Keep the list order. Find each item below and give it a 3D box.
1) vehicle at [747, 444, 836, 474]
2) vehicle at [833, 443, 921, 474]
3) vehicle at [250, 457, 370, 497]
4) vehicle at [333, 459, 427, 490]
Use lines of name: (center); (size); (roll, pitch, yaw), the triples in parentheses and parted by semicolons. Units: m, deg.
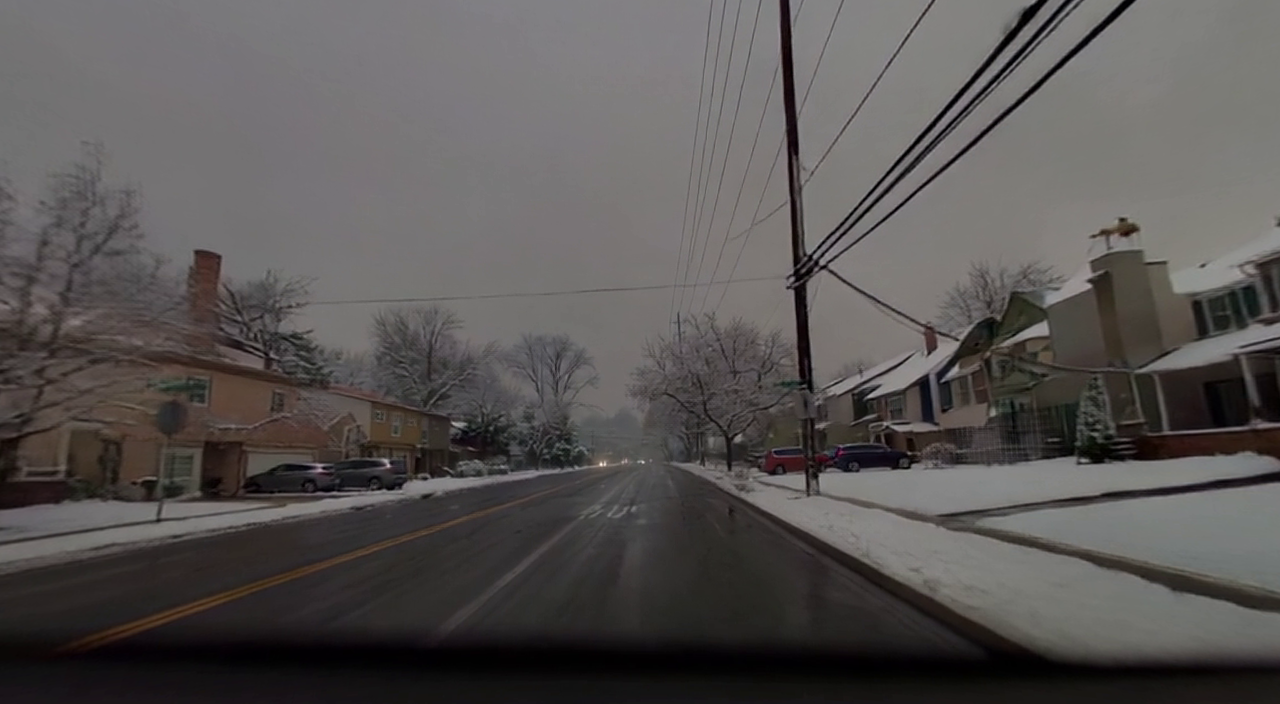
vehicle: (9.366, 6.678, 39.407); (4.952, 1.775, 2.089); (0, -9, 0)
vehicle: (13.021, 5.876, 34.890); (4.122, 1.610, 1.888); (0, -9, 2)
vehicle: (-15.147, 5.705, 29.091); (4.500, 1.714, 1.924); (-1, -9, 7)
vehicle: (-14.232, 6.688, 34.711); (4.260, 1.588, 1.927); (-1, -9, 6)
